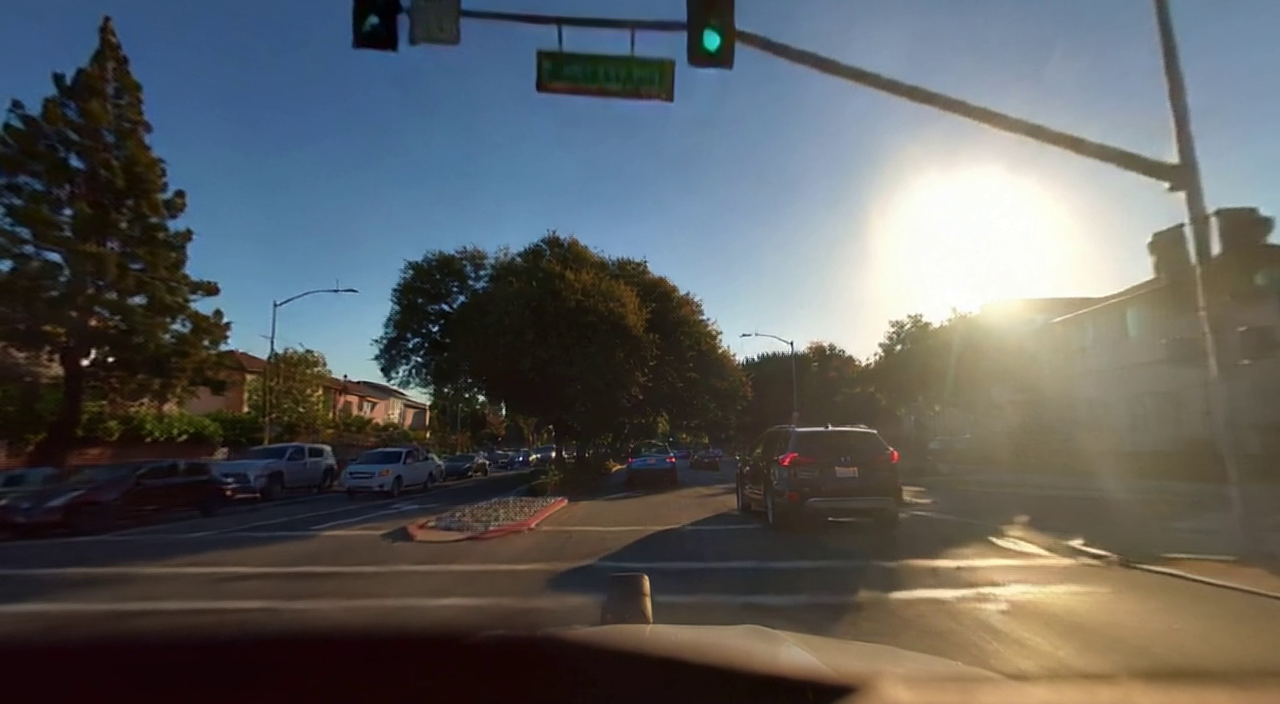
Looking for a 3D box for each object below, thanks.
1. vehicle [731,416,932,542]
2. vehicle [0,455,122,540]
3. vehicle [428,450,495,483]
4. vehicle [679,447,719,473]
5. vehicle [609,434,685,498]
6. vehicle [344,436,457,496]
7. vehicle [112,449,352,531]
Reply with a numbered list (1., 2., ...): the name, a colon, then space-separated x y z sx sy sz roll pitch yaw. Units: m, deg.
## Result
1. vehicle: 3.109 2.166 11.398 2.166 1.799 4.372 0 -8 -1
2. vehicle: -12.419 2.675 11.578 1.959 1.450 4.487 0 -8 0
3. vehicle: -8.651 5.565 30.960 1.923 1.433 4.450 0 -8 1
4. vehicle: 3.695 6.843 40.248 2.096 1.489 4.757 0 -8 0
5. vehicle: 0.200 3.644 20.577 2.185 1.822 4.391 0 -8 0
6. vehicle: -8.652 4.141 23.351 2.182 1.939 4.889 0 -8 1
7. vehicle: -8.458 2.861 13.774 2.083 1.420 4.702 0 -8 0
